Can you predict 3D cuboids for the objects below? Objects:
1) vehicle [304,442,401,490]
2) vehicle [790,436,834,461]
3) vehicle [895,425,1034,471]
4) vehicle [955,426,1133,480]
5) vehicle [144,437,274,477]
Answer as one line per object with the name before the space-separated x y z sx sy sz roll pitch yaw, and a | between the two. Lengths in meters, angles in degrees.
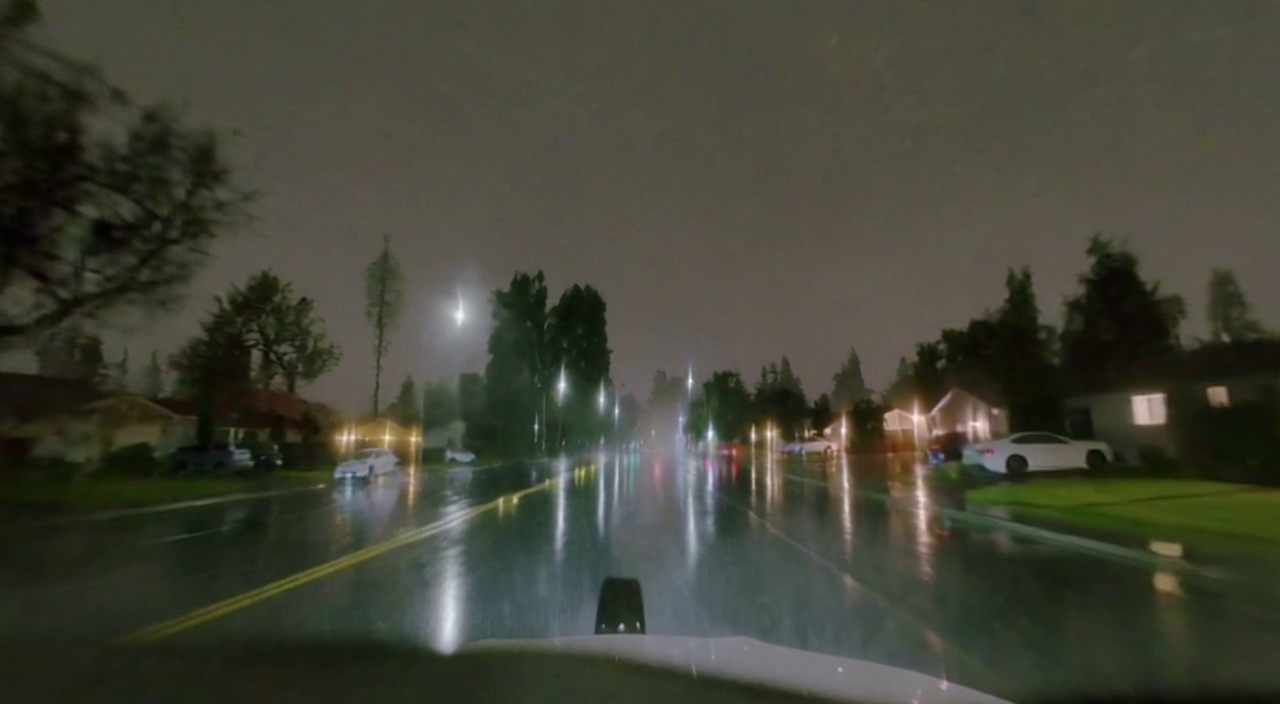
vehicle | -11.456 4.569 25.527 2.020 1.691 4.308 -1 -10 -2
vehicle | 13.309 7.532 49.151 1.978 1.738 4.734 -2 -9 -1
vehicle | 13.966 4.177 27.461 4.763 1.816 2.227 -2 -9 2
vehicle | 14.089 3.568 22.291 4.775 1.524 1.983 -4 -9 3
vehicle | -21.251 5.181 31.328 4.830 1.857 2.183 0 -9 2
